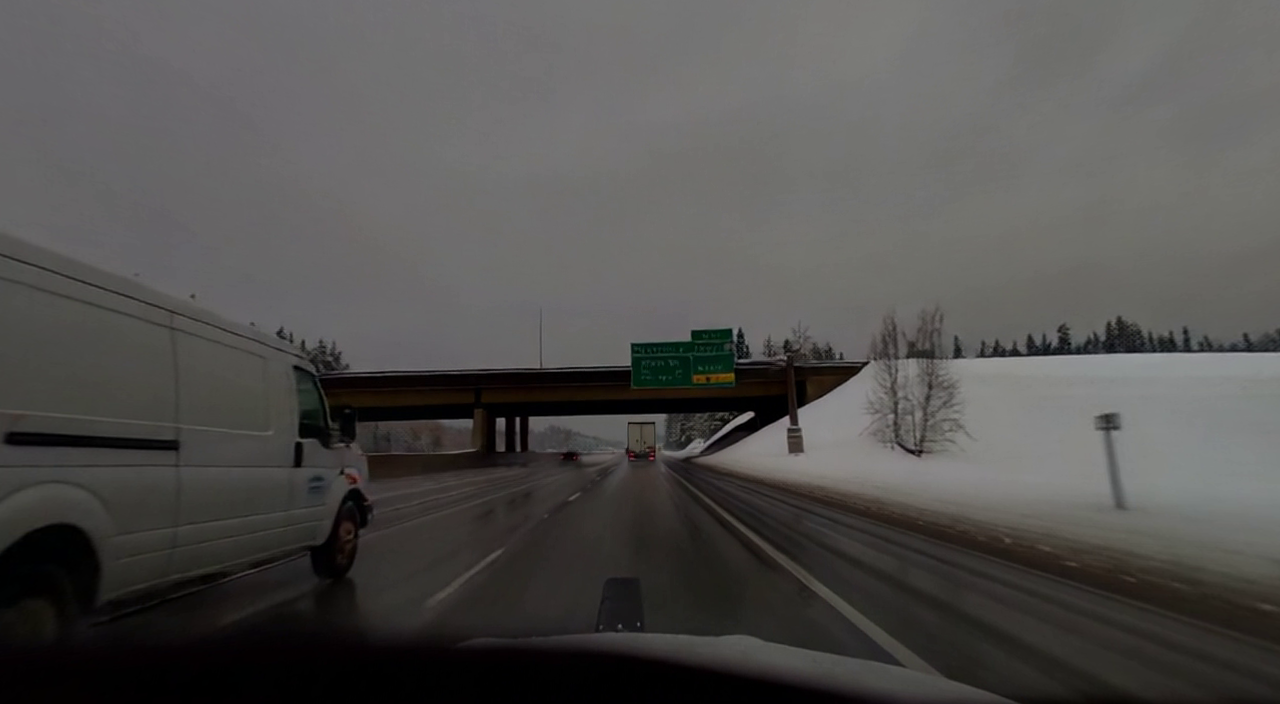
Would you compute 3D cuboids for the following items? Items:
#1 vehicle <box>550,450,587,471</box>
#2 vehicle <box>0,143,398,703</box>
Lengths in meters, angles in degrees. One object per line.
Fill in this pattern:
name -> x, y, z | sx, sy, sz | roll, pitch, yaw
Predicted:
vehicle -> -5.189, 7.956, 46.477 | 1.953, 1.452, 4.711 | -1, -9, 3
vehicle -> -3.914, 0.683, 3.810 | 2.504, 2.694, 5.934 | 0, -9, 0
